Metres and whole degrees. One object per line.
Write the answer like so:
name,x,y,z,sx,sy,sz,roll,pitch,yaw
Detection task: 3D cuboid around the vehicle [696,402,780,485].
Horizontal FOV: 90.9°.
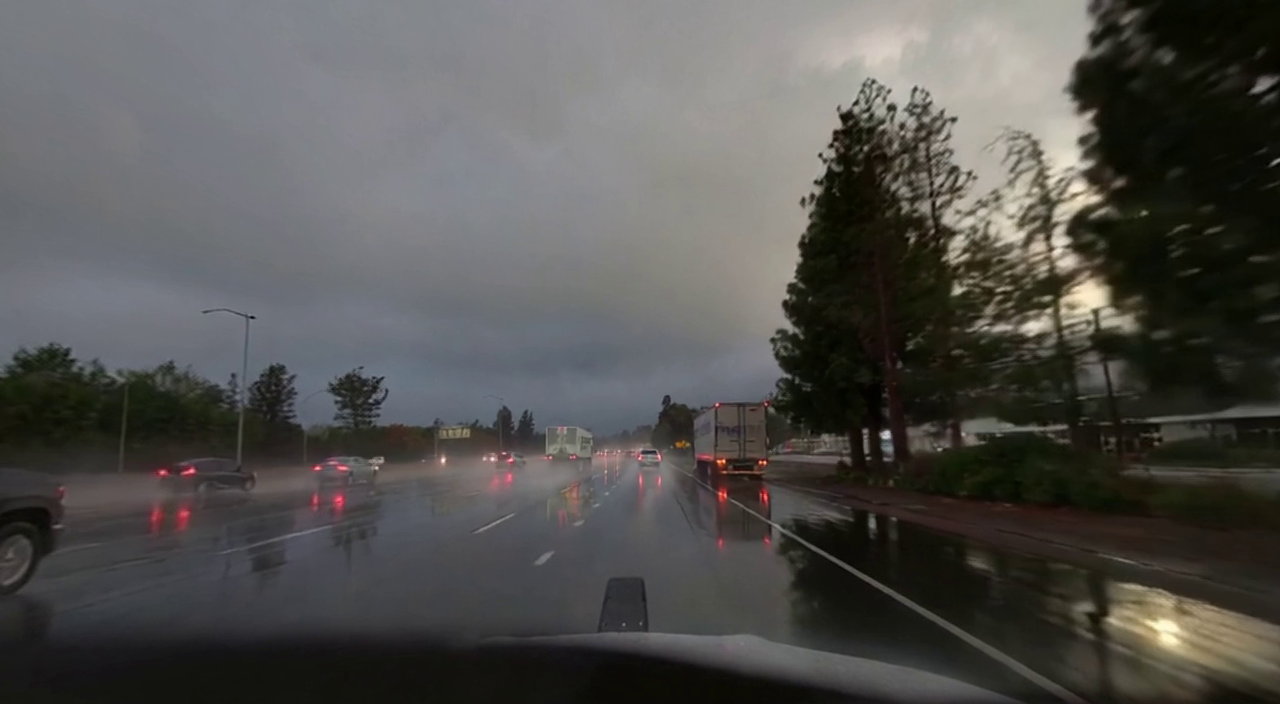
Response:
vehicle,5.202,5.292,36.088,2.801,3.732,11.836,-4,-9,0

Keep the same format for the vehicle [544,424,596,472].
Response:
vehicle,-5.324,7.502,49.589,2.796,3.426,8.553,0,-8,2

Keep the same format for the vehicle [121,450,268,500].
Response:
vehicle,-16.150,4.455,23.245,1.885,1.591,4.599,-1,-8,3

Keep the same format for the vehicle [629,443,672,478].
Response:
vehicle,0.599,6.113,35.832,2.227,1.794,4.646,0,-8,1

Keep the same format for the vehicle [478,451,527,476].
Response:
vehicle,-8.810,7.157,40.855,1.929,1.477,4.746,-1,-8,3

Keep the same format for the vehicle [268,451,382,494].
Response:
vehicle,-12.382,4.752,25.221,1.928,1.480,4.823,-1,-8,3
